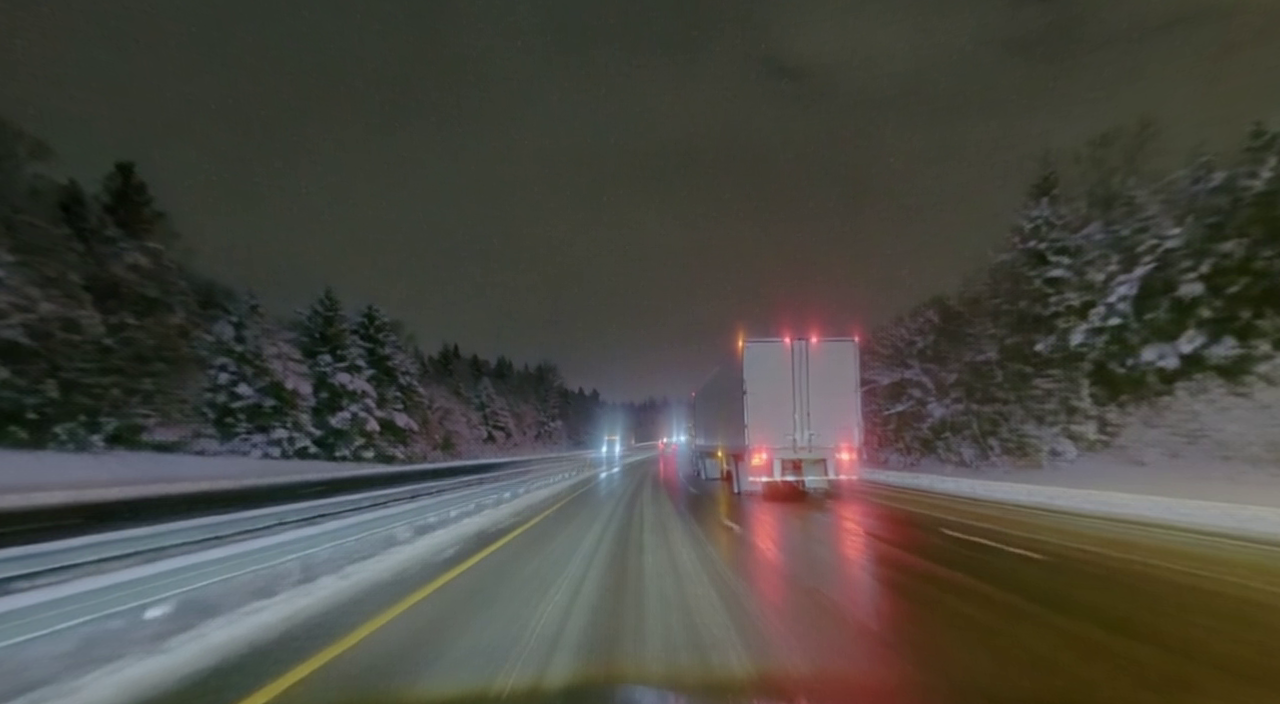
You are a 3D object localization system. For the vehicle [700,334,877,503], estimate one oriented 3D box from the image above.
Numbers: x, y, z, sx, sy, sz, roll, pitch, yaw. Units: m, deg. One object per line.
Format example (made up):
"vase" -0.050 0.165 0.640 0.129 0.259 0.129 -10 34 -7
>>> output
"vehicle" 4.109 2.500 21.287 2.965 4.028 12.529 -1 -9 0
